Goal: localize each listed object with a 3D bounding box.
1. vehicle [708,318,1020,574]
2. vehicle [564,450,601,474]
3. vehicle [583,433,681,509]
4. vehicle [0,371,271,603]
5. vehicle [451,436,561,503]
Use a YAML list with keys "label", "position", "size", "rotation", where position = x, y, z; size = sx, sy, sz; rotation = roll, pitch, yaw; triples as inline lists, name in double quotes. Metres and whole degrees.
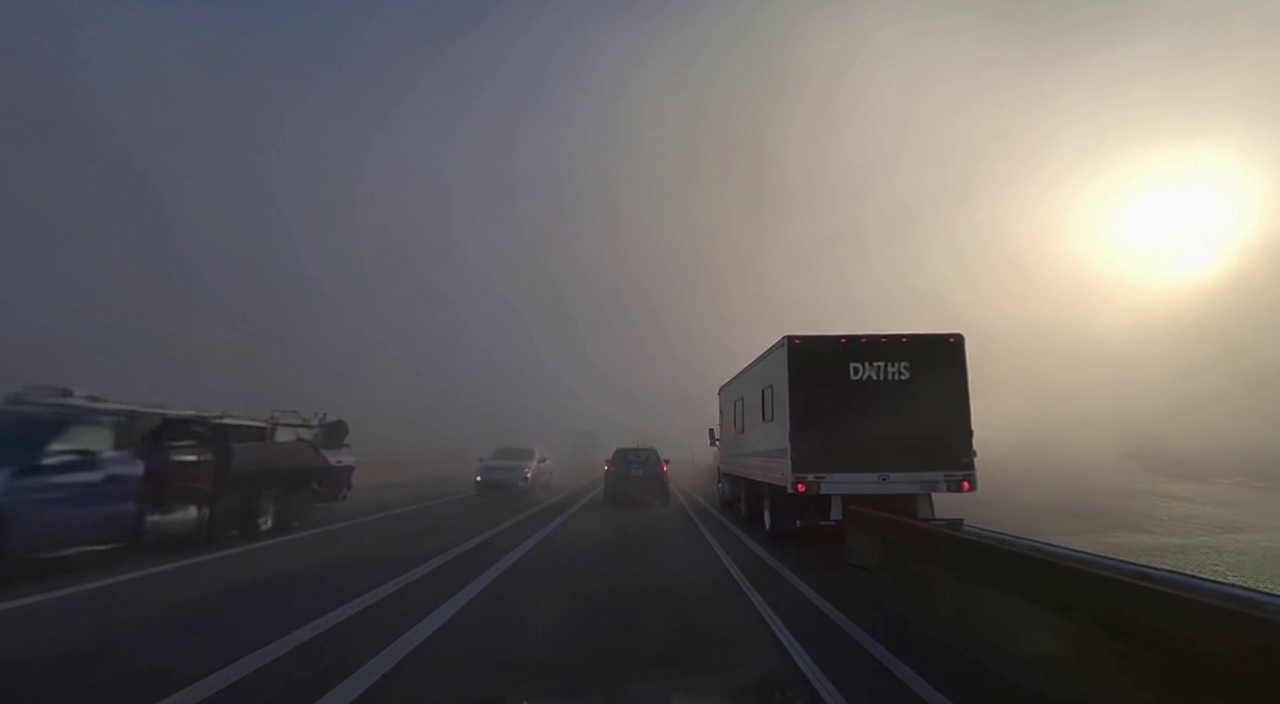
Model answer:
- label: "vehicle"
  position: [2.951, 1.596, 10.945]
  size: [2.533, 2.942, 7.280]
  rotation: [0, -9, -1]
- label: "vehicle"
  position: [-3.641, 7.042, 40.652]
  size: [1.933, 1.465, 3.898]
  rotation: [0, -9, 2]
- label: "vehicle"
  position: [-0.161, 3.018, 16.404]
  size: [2.201, 1.719, 4.058]
  rotation: [0, -9, 1]
- label: "vehicle"
  position: [-6.901, 1.483, 7.364]
  size: [2.155, 2.087, 4.882]
  rotation: [0, -9, 1]
- label: "vehicle"
  position: [-3.685, 3.331, 18.250]
  size: [2.098, 1.659, 4.432]
  rotation: [0, -9, 1]
